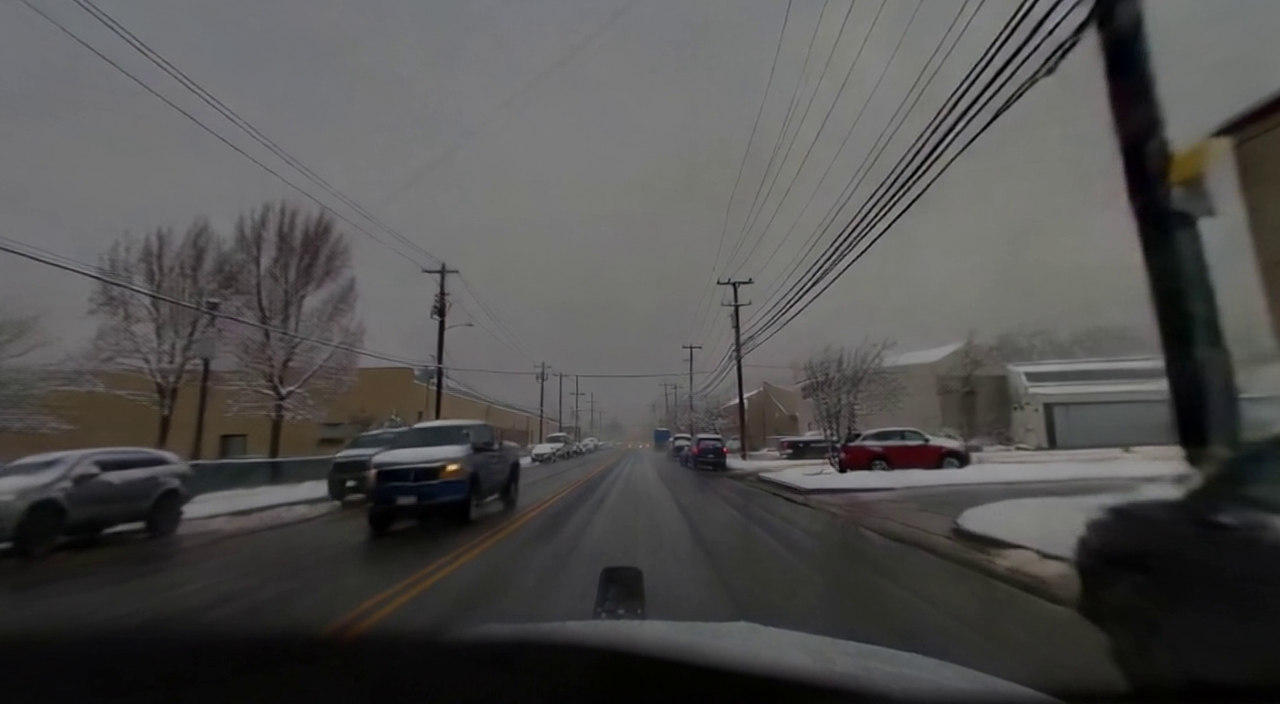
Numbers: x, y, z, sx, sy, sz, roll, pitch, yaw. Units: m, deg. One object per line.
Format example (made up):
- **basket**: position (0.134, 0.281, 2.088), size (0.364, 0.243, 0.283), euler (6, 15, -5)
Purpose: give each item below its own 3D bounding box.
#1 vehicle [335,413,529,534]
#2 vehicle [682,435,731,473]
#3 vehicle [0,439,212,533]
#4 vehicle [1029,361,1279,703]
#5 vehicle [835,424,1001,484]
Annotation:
- **vehicle**: position (-3.721, 2.277, 12.478), size (2.229, 1.889, 4.816), euler (0, -8, -1)
- **vehicle**: position (3.765, 5.904, 36.833), size (2.333, 1.967, 6.008), euler (0, -8, 2)
- **vehicle**: position (-11.853, 2.638, 12.800), size (4.936, 1.703, 1.959), euler (4, -9, -26)
- **vehicle**: position (3.930, 0.832, 2.295), size (2.092, 1.730, 4.595), euler (0, -8, 0)
- **vehicle**: position (8.893, 3.291, 20.555), size (4.406, 1.822, 2.071), euler (0, -8, 2)
